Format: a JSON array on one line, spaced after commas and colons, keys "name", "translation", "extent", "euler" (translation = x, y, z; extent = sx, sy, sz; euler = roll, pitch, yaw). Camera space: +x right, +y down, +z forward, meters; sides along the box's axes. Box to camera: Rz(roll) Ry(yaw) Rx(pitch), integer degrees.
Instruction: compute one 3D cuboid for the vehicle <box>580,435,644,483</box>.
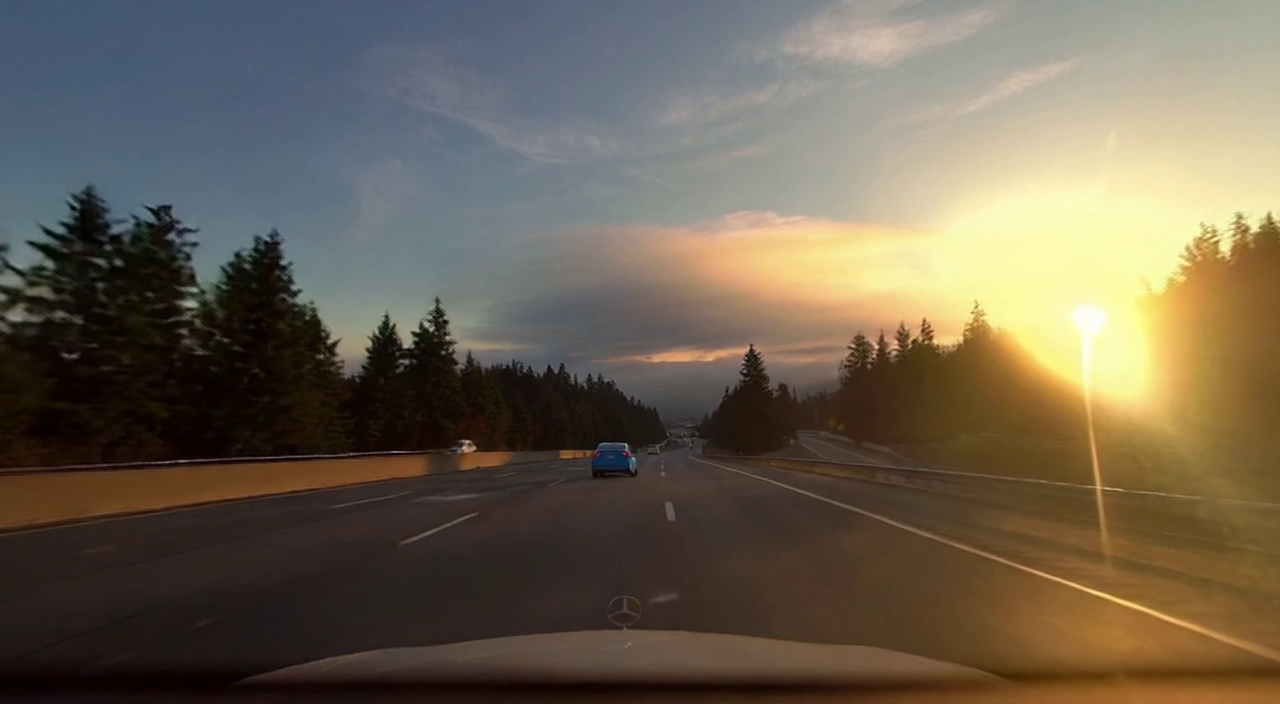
[{"name": "vehicle", "translation": [-0.984, 4.133, 24.515], "extent": [2.133, 1.686, 4.203], "euler": [0, -8, 2]}]
